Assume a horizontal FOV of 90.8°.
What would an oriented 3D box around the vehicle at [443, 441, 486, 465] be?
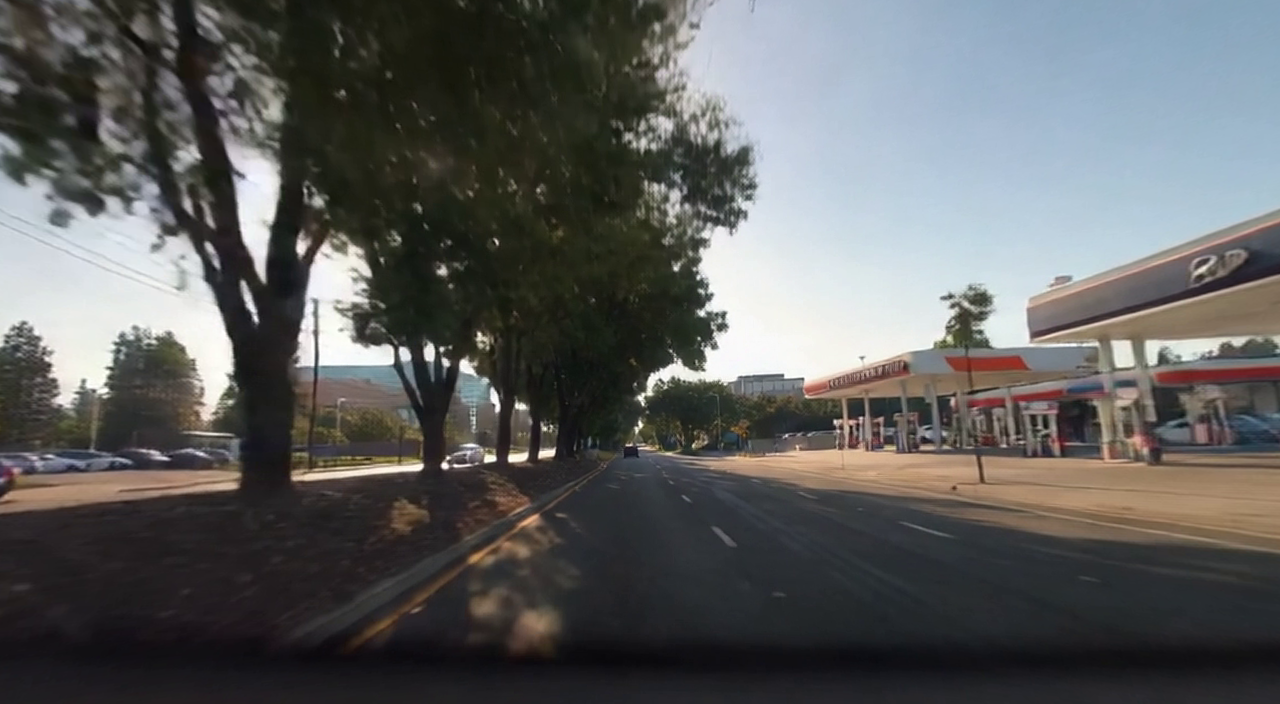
[{"bbox_3d":[-12.373,7.200,44.902,1.861,1.616,4.077,0,-9,0],"label":"vehicle"}]
